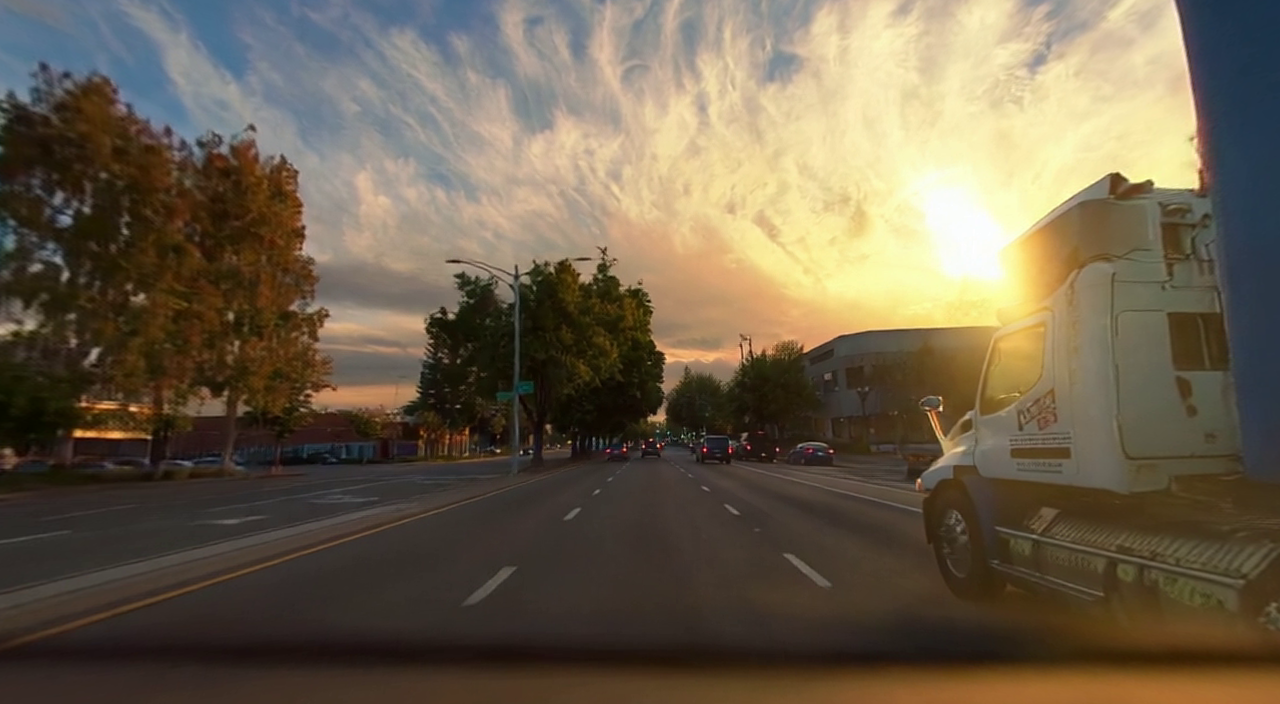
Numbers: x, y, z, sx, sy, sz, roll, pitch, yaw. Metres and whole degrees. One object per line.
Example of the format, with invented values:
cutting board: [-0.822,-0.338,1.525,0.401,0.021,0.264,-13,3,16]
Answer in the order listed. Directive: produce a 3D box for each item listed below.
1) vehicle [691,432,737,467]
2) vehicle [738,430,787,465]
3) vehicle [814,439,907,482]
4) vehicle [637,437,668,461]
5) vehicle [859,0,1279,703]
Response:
vehicle: [4.287,5.726,37.245,2.196,1.908,4.412,0,-8,0]
vehicle: [8.465,6.674,44.138,2.539,2.328,4.769,0,-8,1]
vehicle: [8.281,4.112,24.154,2.006,1.484,4.289,0,-8,0]
vehicle: [0.969,7.343,47.590,2.276,1.704,3.925,-1,-8,2]
vehicle: [3.642,-0.268,2.166,3.006,3.679,8.506,-1,-8,3]
